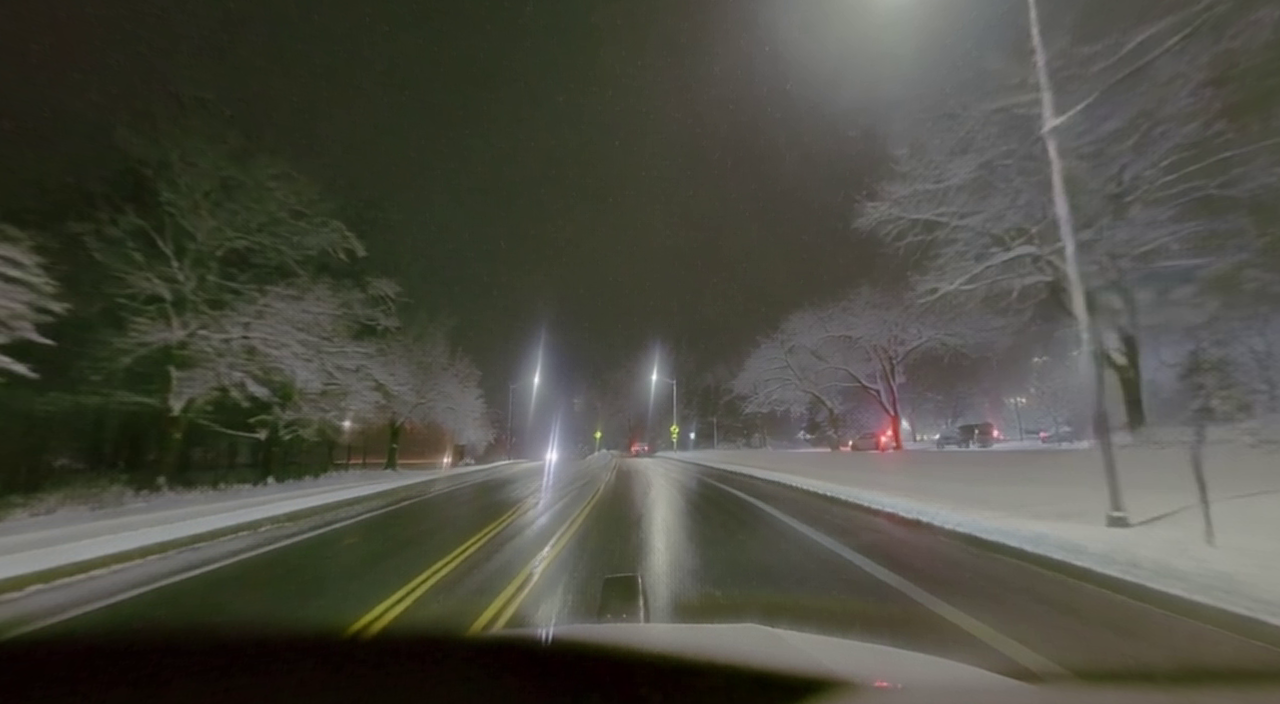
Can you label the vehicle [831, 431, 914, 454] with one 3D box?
[{"bbox_3d":[15.551,6.083,42.263,4.744,1.476,1.926,1,-9,-4],"label":"vehicle"}]
